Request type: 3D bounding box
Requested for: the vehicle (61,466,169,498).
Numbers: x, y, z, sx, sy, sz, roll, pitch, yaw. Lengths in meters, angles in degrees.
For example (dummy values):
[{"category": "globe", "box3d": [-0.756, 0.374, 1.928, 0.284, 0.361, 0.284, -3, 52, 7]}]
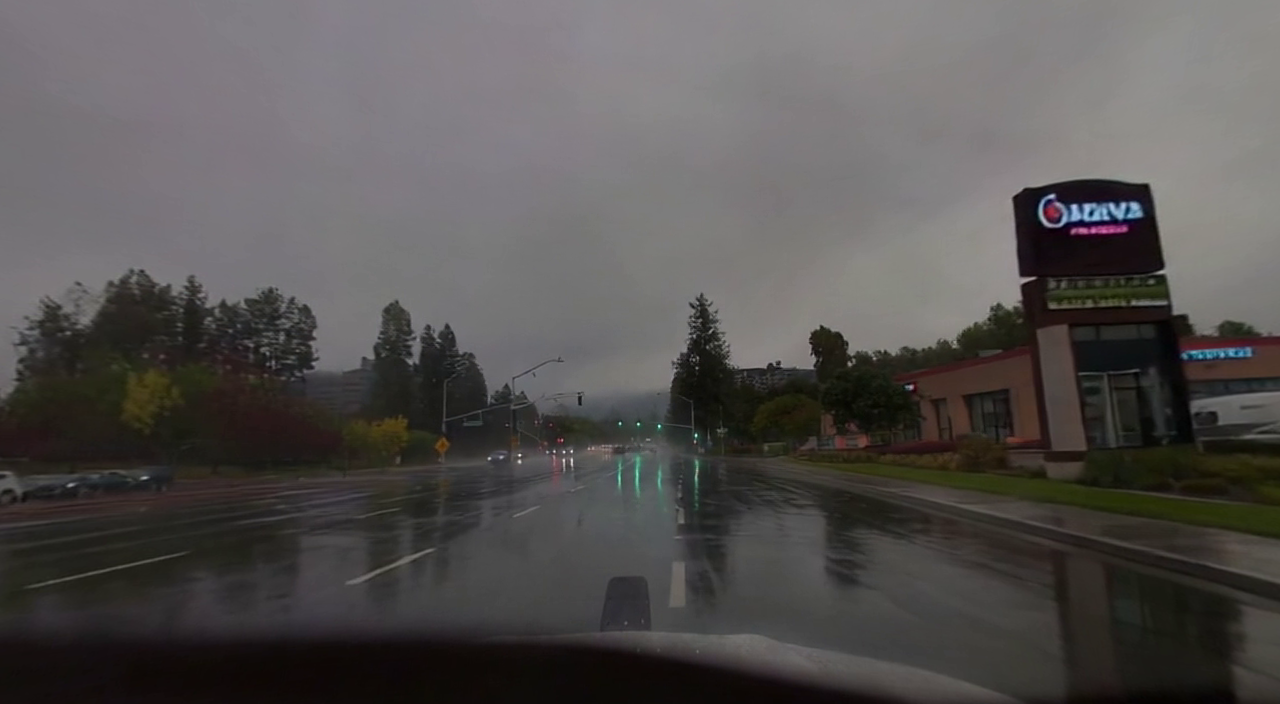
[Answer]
[{"category": "vehicle", "box3d": [-29.695, 7.331, 35.864, 1.906, 1.486, 4.617, -1, -8, 5]}]
